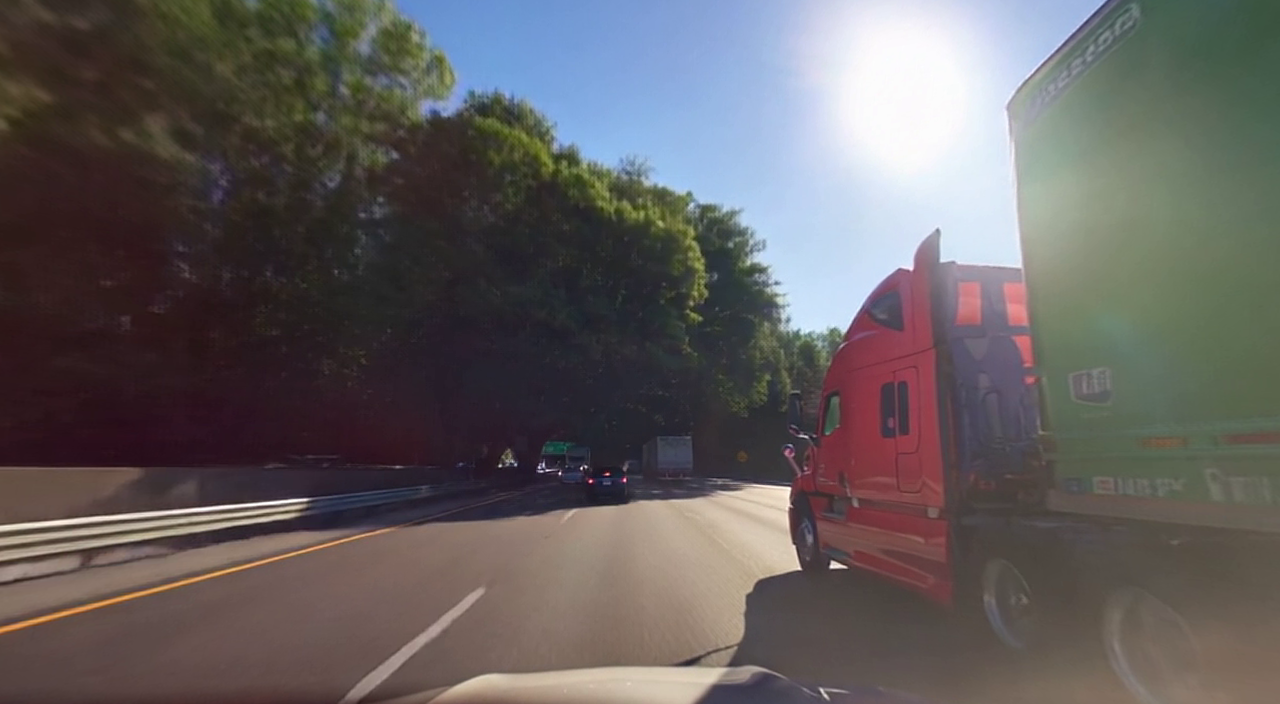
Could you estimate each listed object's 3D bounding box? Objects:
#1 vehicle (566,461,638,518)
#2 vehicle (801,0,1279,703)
[{"bbox_3d":[-1.120,4.372,20.421,2.010,1.580,4.949,1,-10,-1],"label":"vehicle"},{"bbox_3d":[3.970,-0.041,2.322,2.856,4.040,14.009,1,-10,-1],"label":"vehicle"}]
